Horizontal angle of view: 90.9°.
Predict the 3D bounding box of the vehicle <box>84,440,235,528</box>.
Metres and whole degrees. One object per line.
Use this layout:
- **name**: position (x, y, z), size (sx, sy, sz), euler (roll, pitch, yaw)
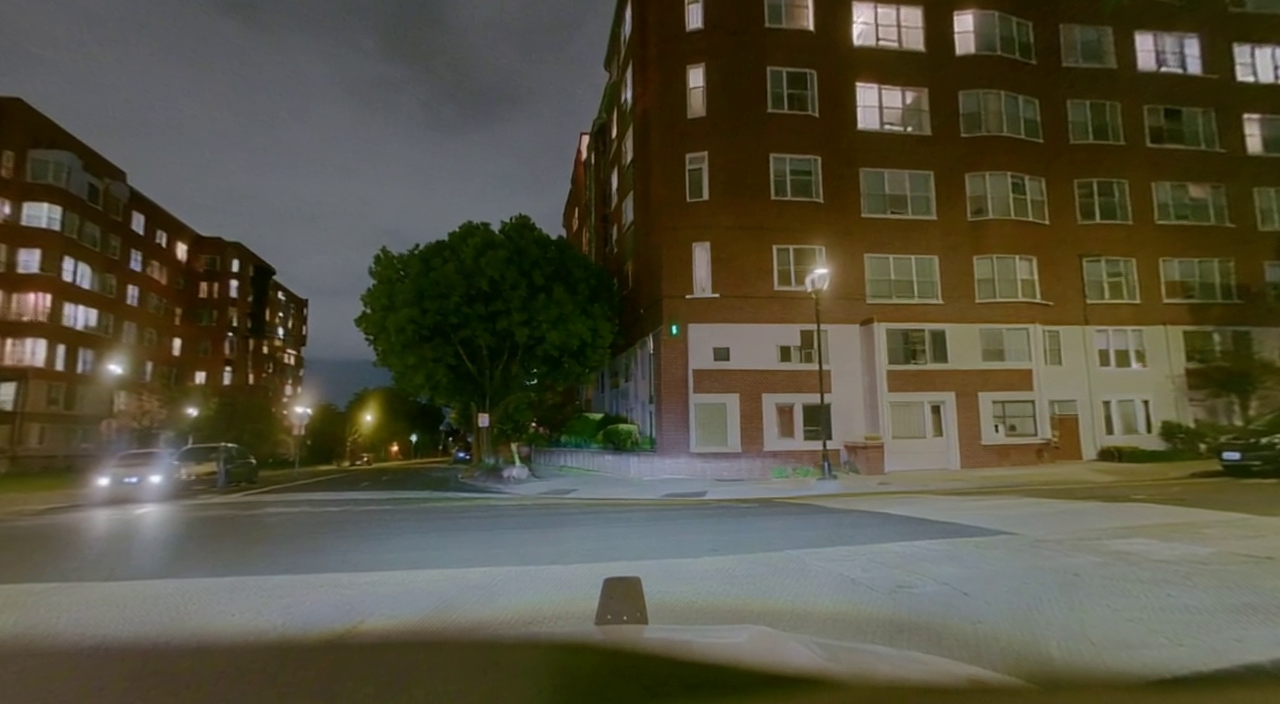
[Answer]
- **vehicle**: position (-10.558, 2.714, 13.707), size (2.027, 1.475, 4.522), euler (4, -9, -44)
